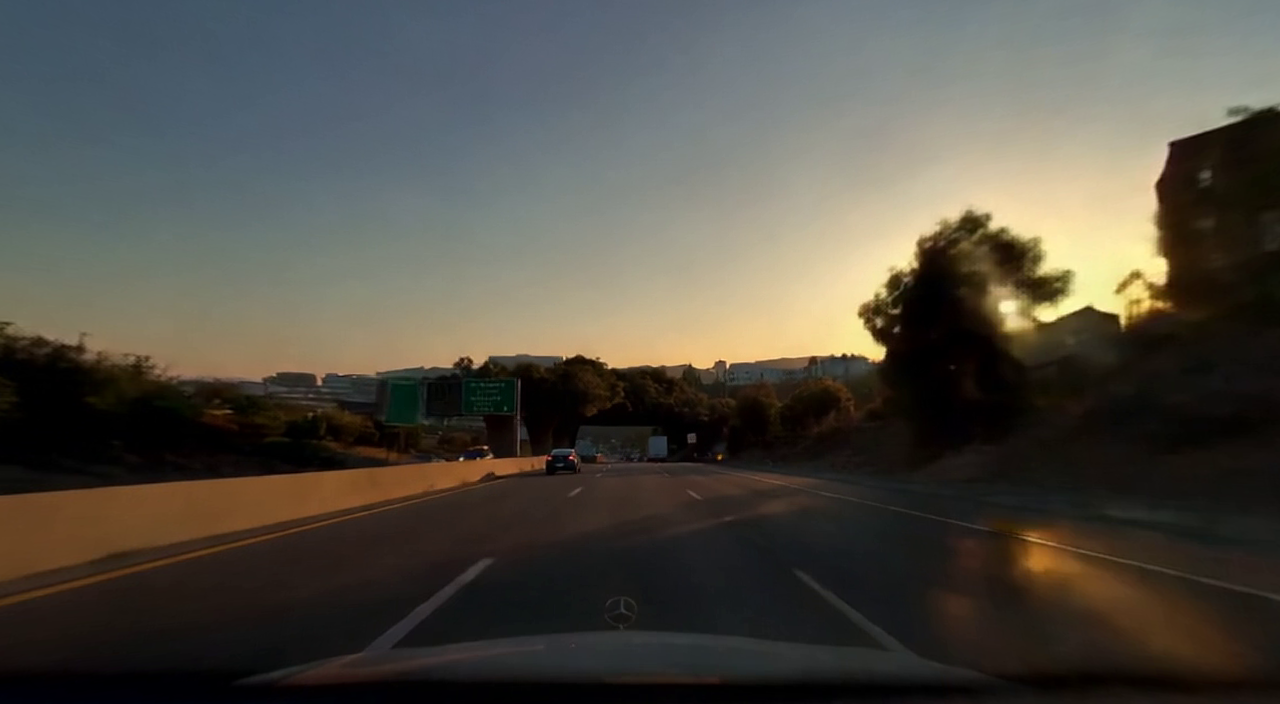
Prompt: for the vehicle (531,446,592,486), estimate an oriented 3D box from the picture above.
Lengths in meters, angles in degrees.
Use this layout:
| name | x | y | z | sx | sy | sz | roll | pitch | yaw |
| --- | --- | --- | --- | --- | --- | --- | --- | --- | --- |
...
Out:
| name | x | y | z | sx | sy | sz | roll | pitch | yaw |
| --- | --- | --- | --- | --- | --- | --- | --- | --- | --- |
| vehicle | -3.264 | 4.822 | 26.851 | 2.100 | 1.525 | 4.179 | 0 | -9 | 0 |
